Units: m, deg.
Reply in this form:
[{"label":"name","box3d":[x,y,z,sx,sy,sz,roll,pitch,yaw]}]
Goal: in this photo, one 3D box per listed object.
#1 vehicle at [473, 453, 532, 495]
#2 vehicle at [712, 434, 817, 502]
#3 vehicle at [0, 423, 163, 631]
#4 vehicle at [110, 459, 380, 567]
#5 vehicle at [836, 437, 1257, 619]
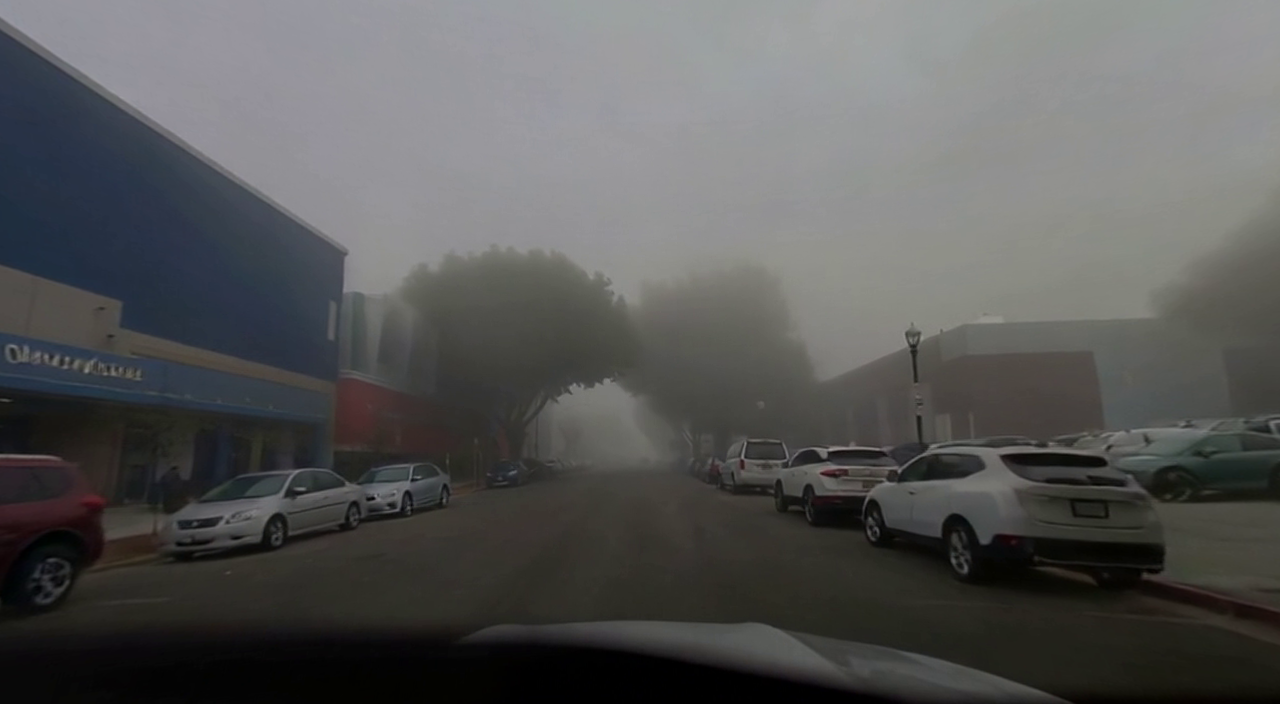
[{"label":"vehicle","box3d":[-6.808,6.062,31.824,1.996,1.770,5.518,-1,-8,-2]},{"label":"vehicle","box3d":[4.030,3.885,21.592,2.390,2.005,5.276,0,-9,-1]},{"label":"vehicle","box3d":[-7.000,1.591,5.438,2.238,1.891,4.780,-1,-7,-4]},{"label":"vehicle","box3d":[-7.117,2.897,12.198,2.001,1.502,4.851,-1,-8,1]},{"label":"vehicle","box3d":[4.192,1.854,7.800,1.973,1.494,4.867,0,-9,0]}]
